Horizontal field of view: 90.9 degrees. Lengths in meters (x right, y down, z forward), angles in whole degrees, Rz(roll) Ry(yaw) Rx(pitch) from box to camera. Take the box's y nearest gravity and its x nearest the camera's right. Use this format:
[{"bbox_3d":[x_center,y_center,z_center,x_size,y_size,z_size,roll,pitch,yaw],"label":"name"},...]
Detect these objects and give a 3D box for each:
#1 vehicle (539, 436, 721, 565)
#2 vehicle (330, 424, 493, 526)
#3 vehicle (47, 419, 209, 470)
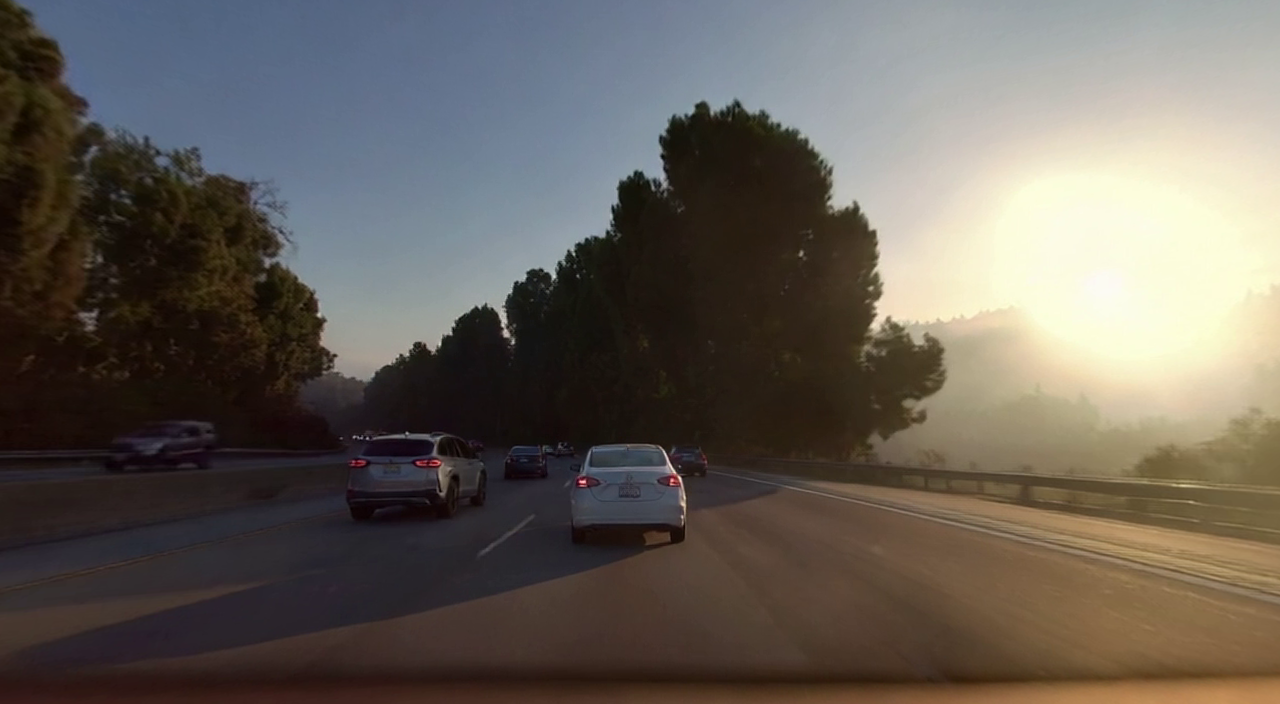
[{"bbox_3d":[-0.188,2.063,9.520,2.120,1.478,4.179,0,-9,-2],"label":"vehicle"},{"bbox_3d":[-4.344,2.395,12.767,1.830,1.703,4.142,0,-9,-2],"label":"vehicle"},{"bbox_3d":[-16.457,3.030,20.604,1.863,1.478,4.146,0,-9,-2],"label":"vehicle"}]
